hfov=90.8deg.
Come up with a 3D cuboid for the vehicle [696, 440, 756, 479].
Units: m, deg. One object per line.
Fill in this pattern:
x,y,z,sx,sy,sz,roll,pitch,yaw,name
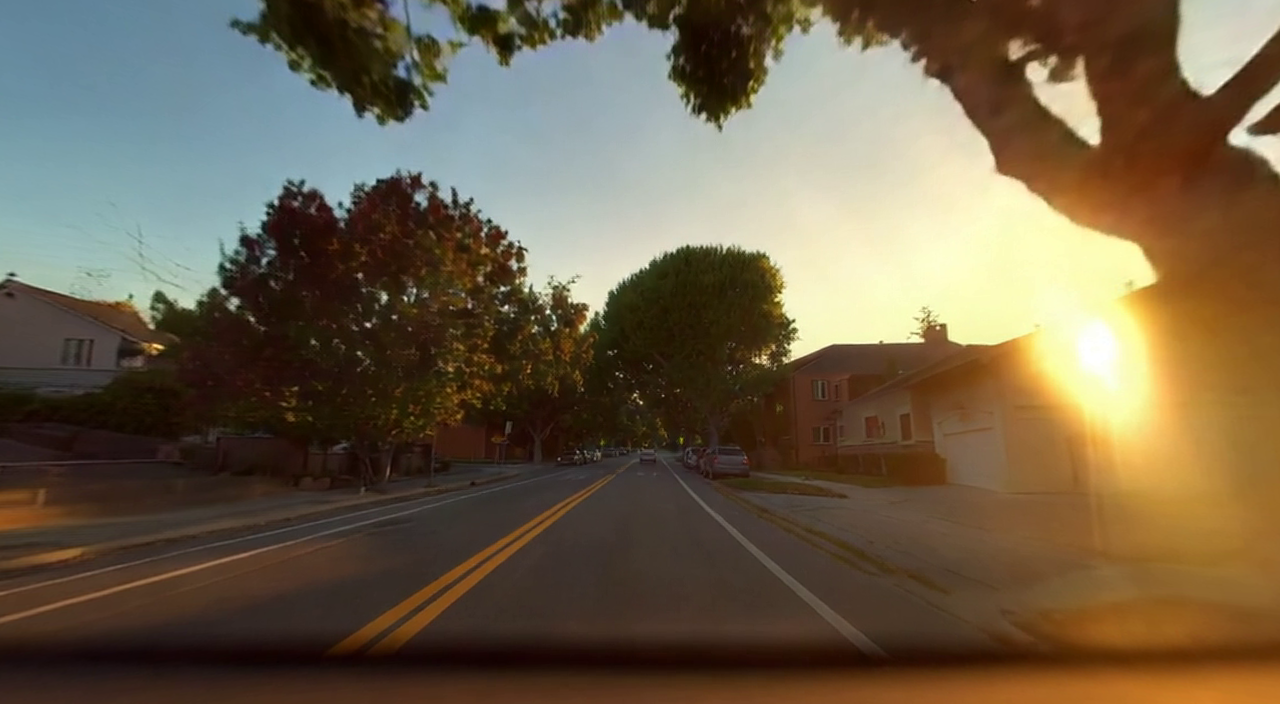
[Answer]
4.126,5.273,31.116,1.937,1.752,4.574,1,-9,-5,vehicle
